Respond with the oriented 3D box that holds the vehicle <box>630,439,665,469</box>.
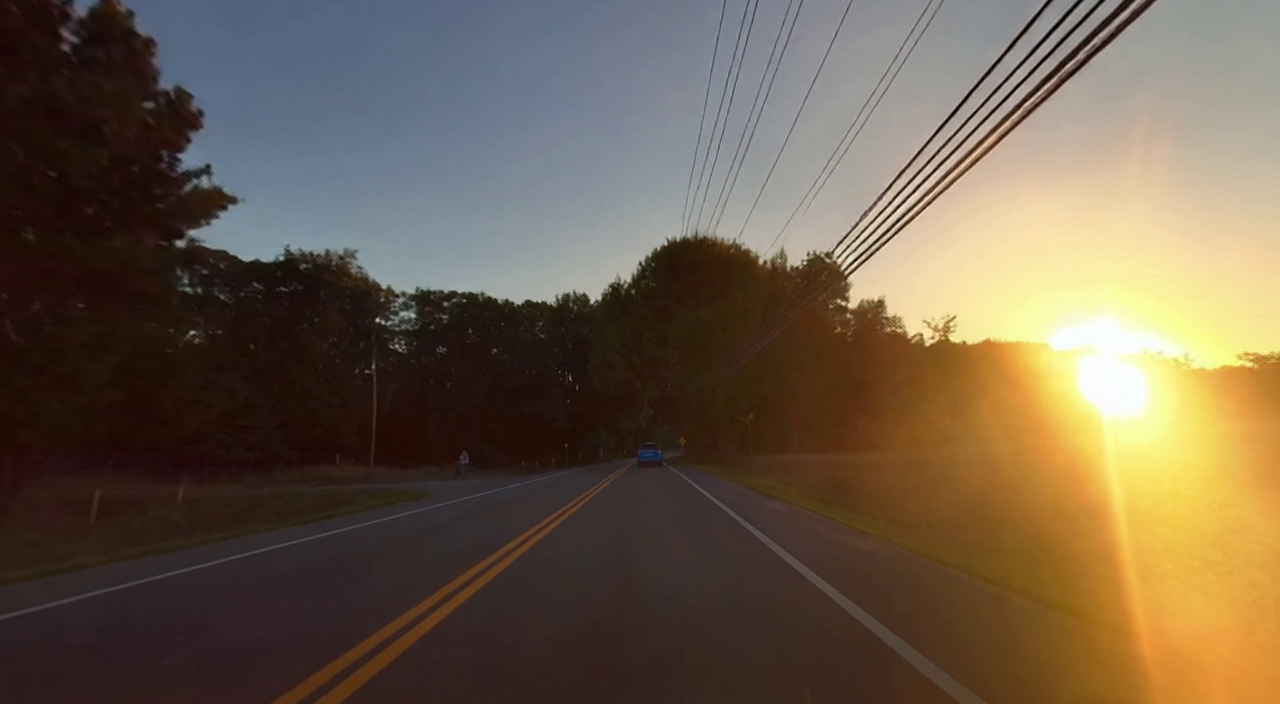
[{"bbox_3d":[0.512,7.579,47.028,2.468,2.056,4.422,0,-8,0],"label":"vehicle"}]
